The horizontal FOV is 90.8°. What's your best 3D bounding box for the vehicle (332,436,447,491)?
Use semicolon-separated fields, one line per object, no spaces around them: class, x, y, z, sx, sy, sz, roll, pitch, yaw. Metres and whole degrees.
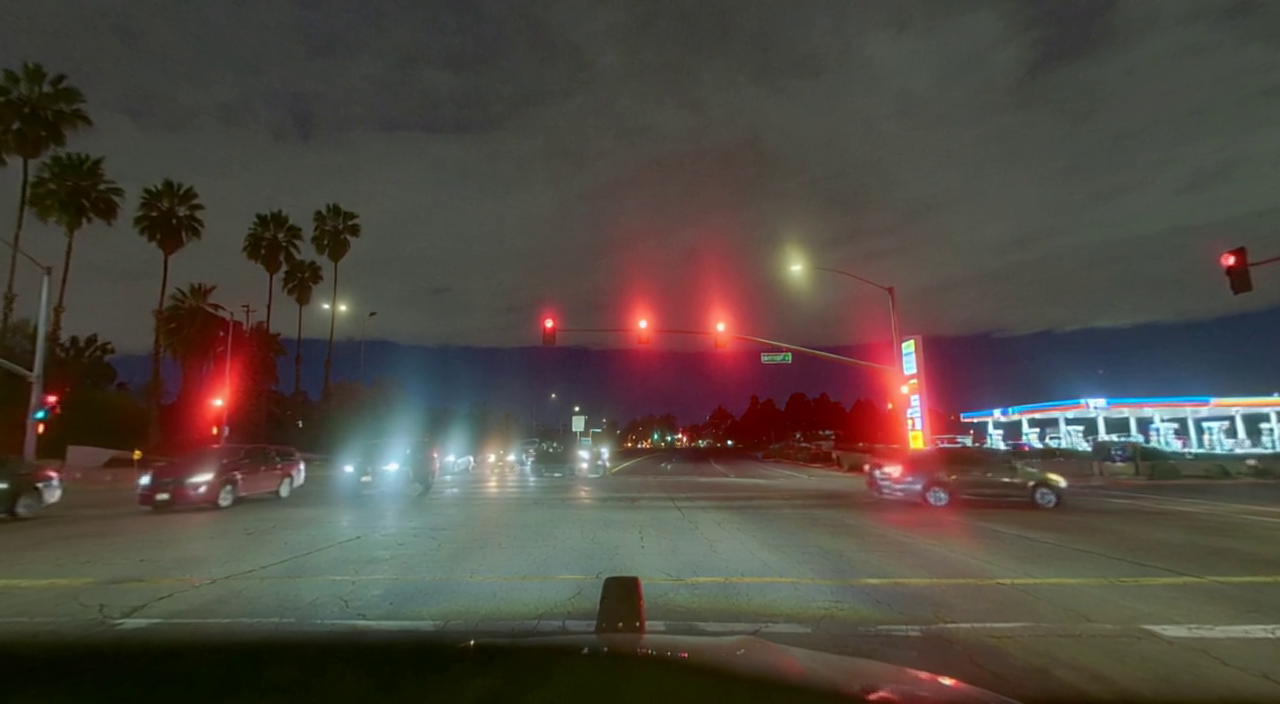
vehicle;-8.463;3.802;21.873;2.124;1.701;4.551;0;-9;0

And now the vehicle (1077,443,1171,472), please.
vehicle;24.265;5.300;31.737;3.474;1.376;1.538;0;-9;-2

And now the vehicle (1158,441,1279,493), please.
vehicle;18.735;3.406;18.823;5.015;1.446;1.862;0;-9;-3

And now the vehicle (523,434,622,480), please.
vehicle;-2.912;4.351;26.321;1.929;1.719;4.892;6;-11;-35

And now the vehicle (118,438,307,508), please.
vehicle;-11.838;3.361;18.039;1.973;1.712;4.872;0;-9;0

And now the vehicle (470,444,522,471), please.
vehicle;-8.763;6.444;38.776;2.034;1.510;4.647;0;-9;1

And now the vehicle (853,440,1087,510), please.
vehicle;7.537;2.848;15.047;4.579;1.464;1.983;-3;-9;17
